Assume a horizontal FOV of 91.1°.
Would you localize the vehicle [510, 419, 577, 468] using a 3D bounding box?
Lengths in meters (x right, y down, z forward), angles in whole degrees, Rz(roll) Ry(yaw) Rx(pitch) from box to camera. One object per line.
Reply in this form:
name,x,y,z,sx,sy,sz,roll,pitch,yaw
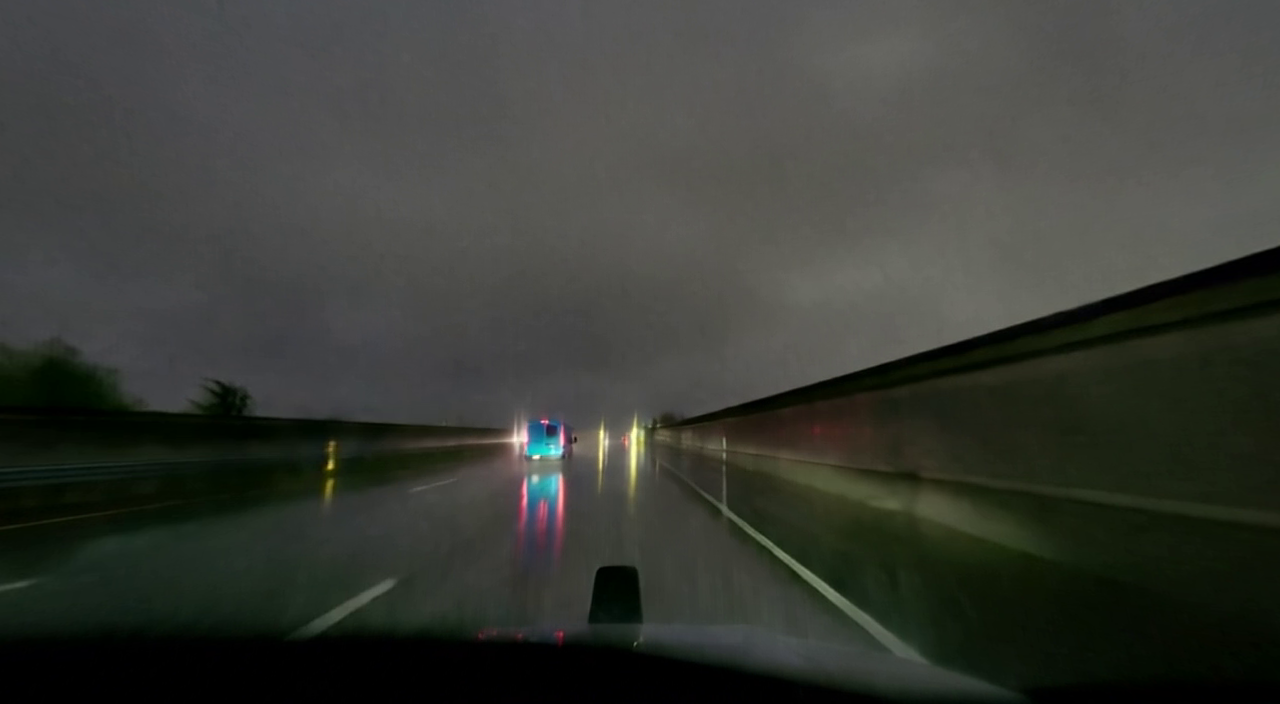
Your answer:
vehicle,-4.331,4.202,29.089,2.309,2.053,4.884,0,-8,0
